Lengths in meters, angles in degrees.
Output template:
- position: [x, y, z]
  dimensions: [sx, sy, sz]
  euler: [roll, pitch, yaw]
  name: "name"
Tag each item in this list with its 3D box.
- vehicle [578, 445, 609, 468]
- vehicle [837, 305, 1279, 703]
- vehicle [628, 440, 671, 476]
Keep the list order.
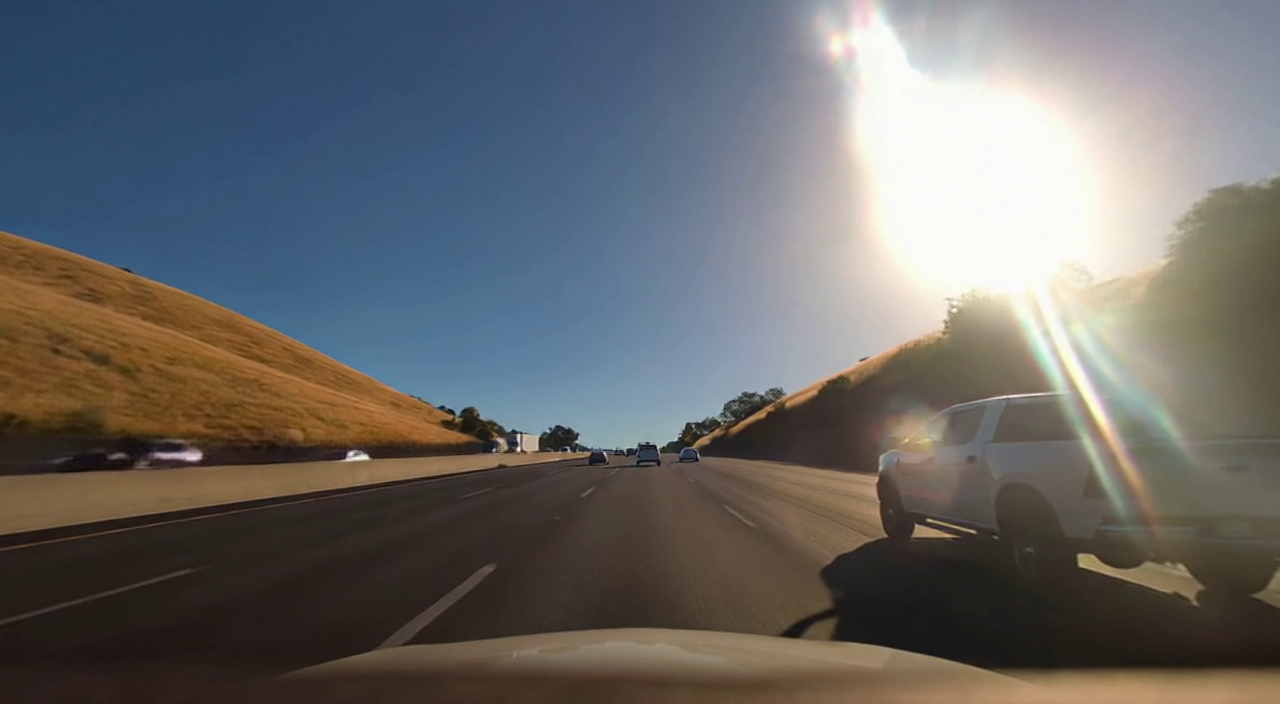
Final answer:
- position: [-3.599, 8.214, 49.853]
  dimensions: [2.076, 1.690, 4.113]
  euler: [0, -9, 1]
  name: "vehicle"
- position: [4.124, 1.189, 5.732]
  dimensions: [2.700, 1.980, 5.866]
  euler: [0, -9, -1]
  name: "vehicle"
- position: [0.438, 5.369, 32.239]
  dimensions: [2.086, 1.685, 4.206]
  euler: [0, -8, 0]
  name: "vehicle"
